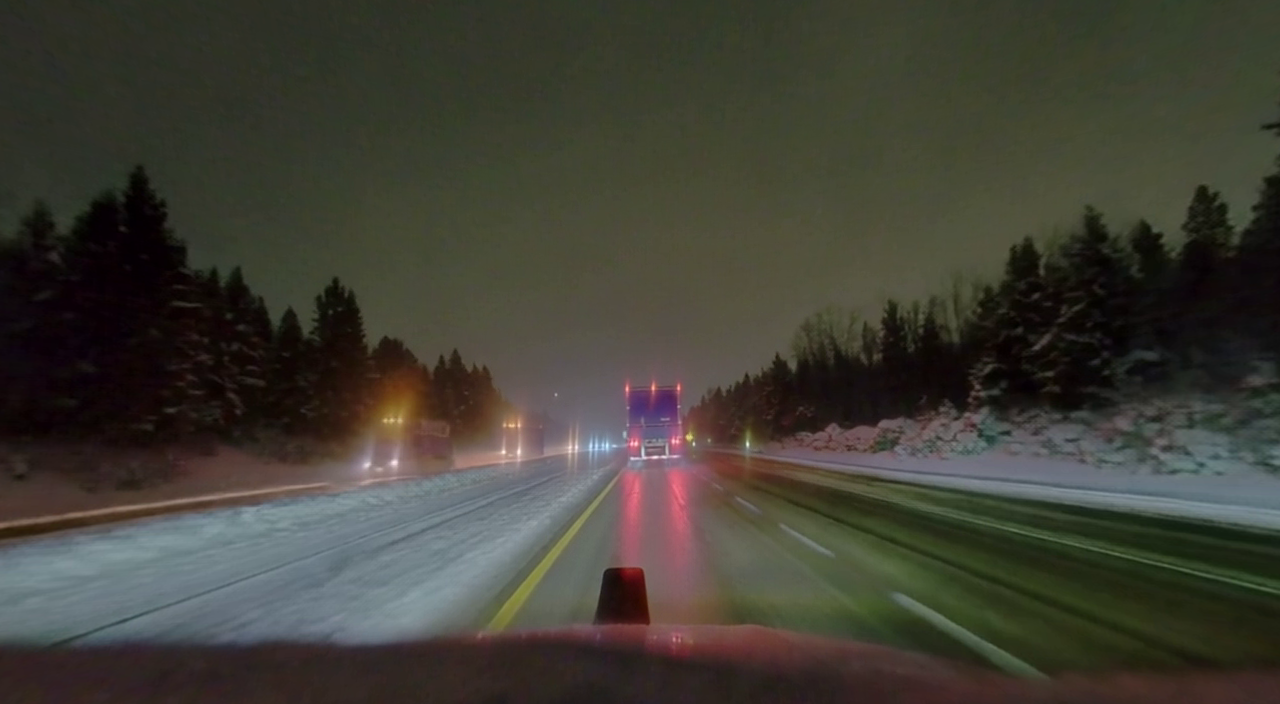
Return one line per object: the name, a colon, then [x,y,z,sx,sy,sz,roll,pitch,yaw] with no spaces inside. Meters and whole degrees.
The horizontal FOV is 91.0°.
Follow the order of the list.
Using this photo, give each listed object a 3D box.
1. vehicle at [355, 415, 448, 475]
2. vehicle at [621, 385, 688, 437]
vehicle: [-14.853,5.874,39.917,2.777,3.361,7.671,0,-8,1]
vehicle: [0.539,2.533,26.059,2.509,1.890,4.732,0,-8,0]
